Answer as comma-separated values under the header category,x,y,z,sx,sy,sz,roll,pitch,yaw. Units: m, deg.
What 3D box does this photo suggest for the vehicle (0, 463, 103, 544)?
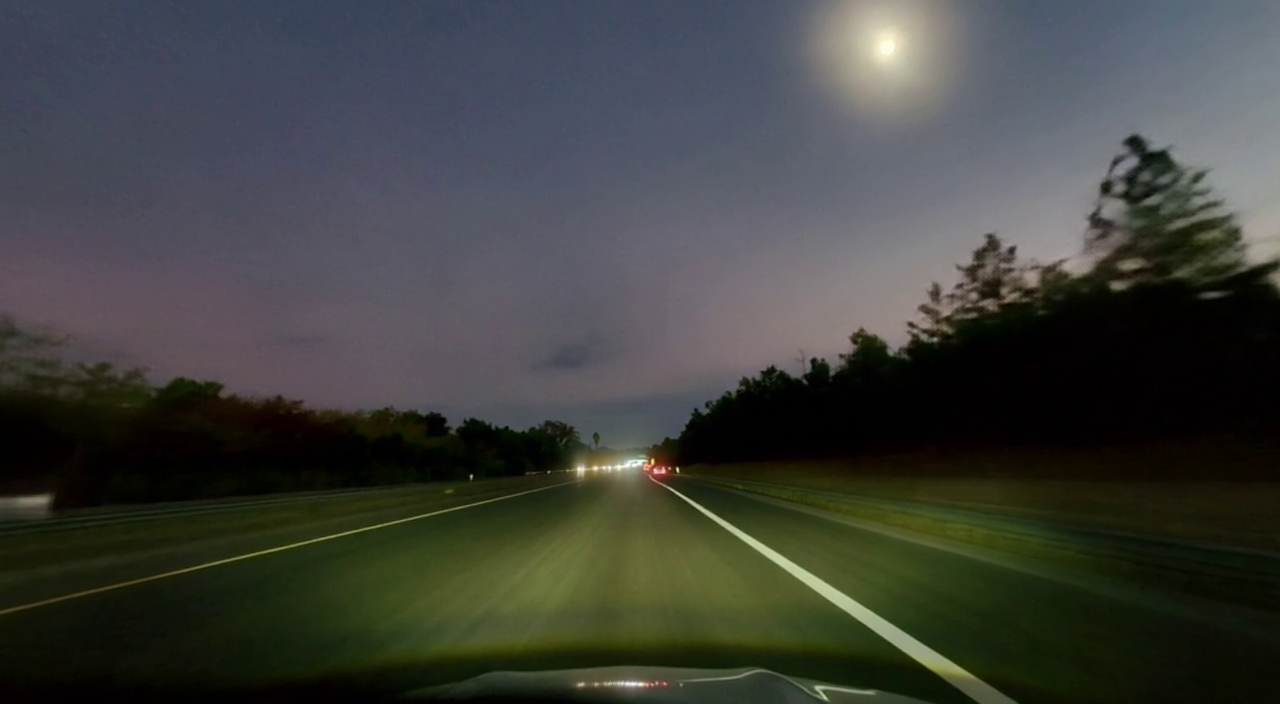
category,x,y,z,sx,sy,sz,roll,pitch,yaw
vehicle,-12.446,2.717,11.326,1.838,1.433,4.200,1,-10,0
